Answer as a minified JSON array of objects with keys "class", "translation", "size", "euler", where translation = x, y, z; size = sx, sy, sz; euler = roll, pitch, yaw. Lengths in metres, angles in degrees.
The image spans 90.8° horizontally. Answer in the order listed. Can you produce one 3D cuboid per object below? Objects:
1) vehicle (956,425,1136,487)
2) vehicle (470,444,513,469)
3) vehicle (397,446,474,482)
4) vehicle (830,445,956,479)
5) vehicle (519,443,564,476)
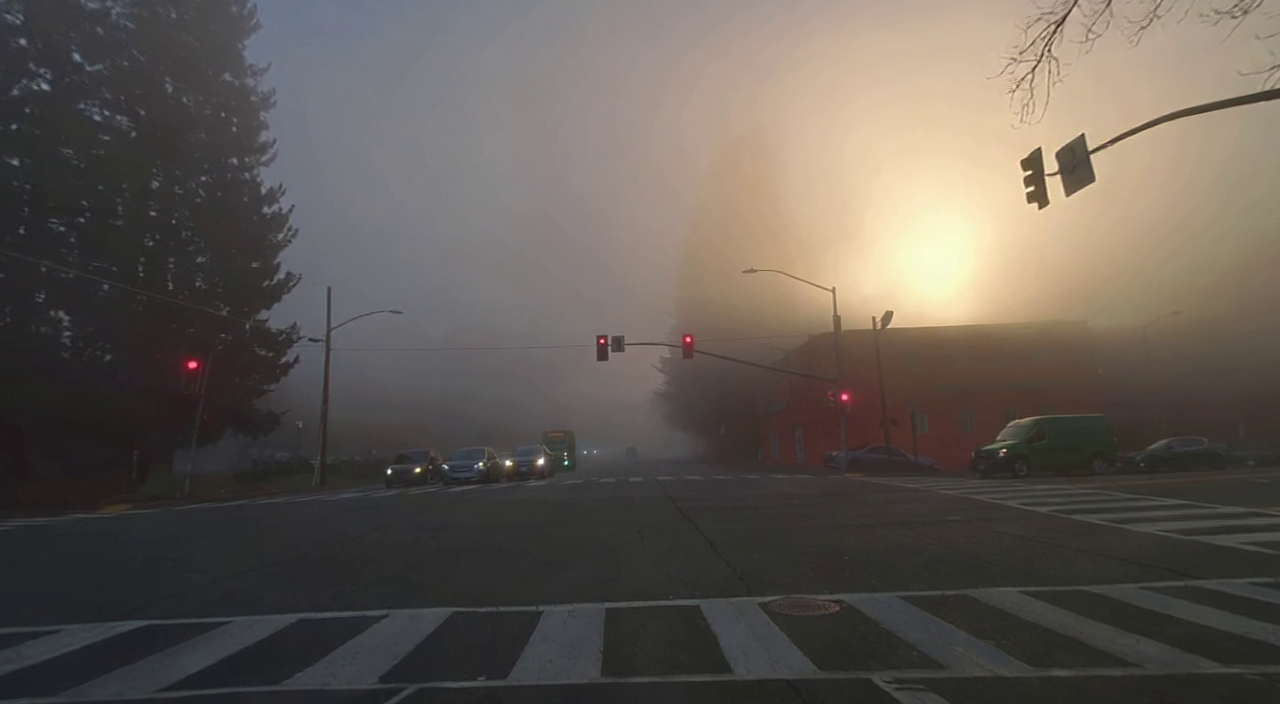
[{"class":"vehicle","translation":[14.830,3.766,23.127],"size":[5.910,2.046,2.228],"euler":[3,-9,-19]},{"class":"vehicle","translation":[-9.017,6.384,38.738],"size":[1.779,1.460,4.463],"euler":[0,-9,-3]},{"class":"vehicle","translation":[-8.996,4.944,28.242],"size":[2.024,1.460,4.381],"euler":[0,-9,0]},{"class":"vehicle","translation":[11.251,4.915,28.364],"size":[4.828,1.453,1.919],"euler":[-1,-9,6]},{"class":"vehicle","translation":[-4.497,4.971,29.481],"size":[1.846,1.416,4.228],"euler":[1,-9,-6]}]
